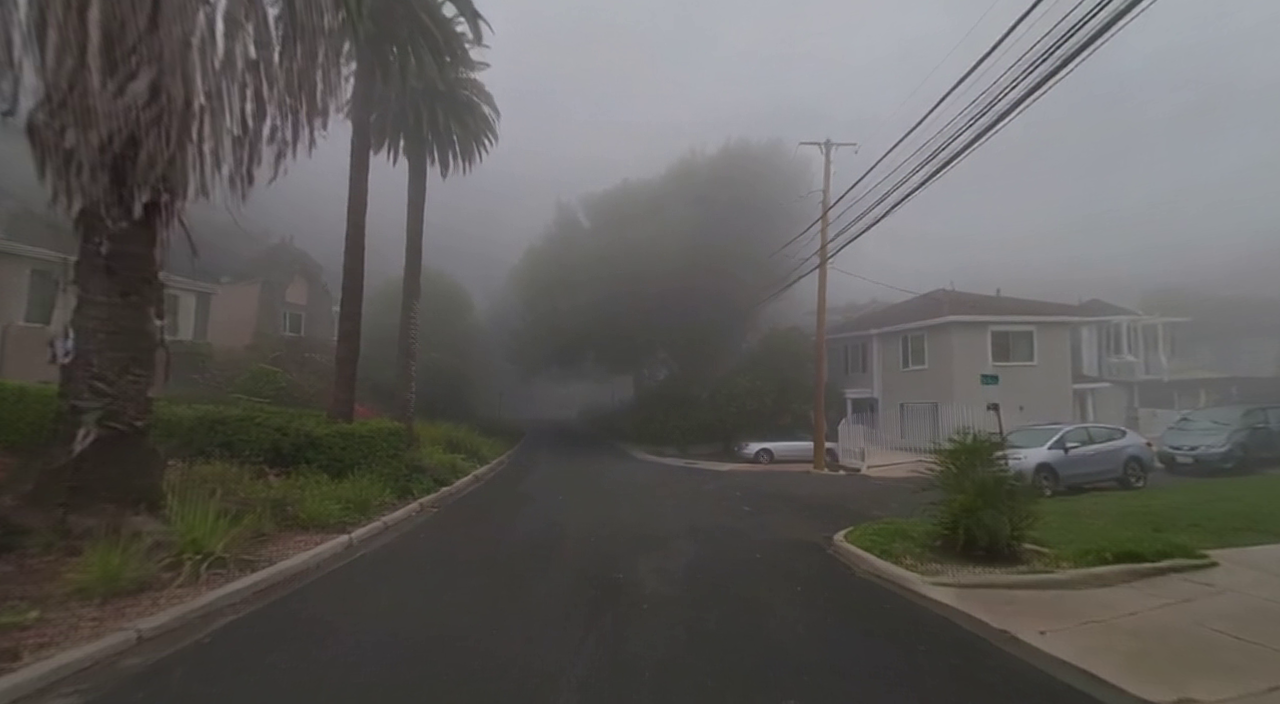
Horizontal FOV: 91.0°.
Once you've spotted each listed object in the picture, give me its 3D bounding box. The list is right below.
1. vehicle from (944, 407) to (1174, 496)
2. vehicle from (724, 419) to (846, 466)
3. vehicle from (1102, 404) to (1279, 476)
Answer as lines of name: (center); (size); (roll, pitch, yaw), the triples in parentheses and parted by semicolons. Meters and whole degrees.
vehicle: (10.263, 2.481, 15.576); (4.443, 1.948, 2.230); (3, -11, -17)
vehicle: (7.113, 4.475, 30.751); (5.663, 1.913, 2.170); (7, -12, -26)
vehicle: (15.542, 2.472, 17.582); (4.451, 1.784, 2.028); (3, -9, -22)
